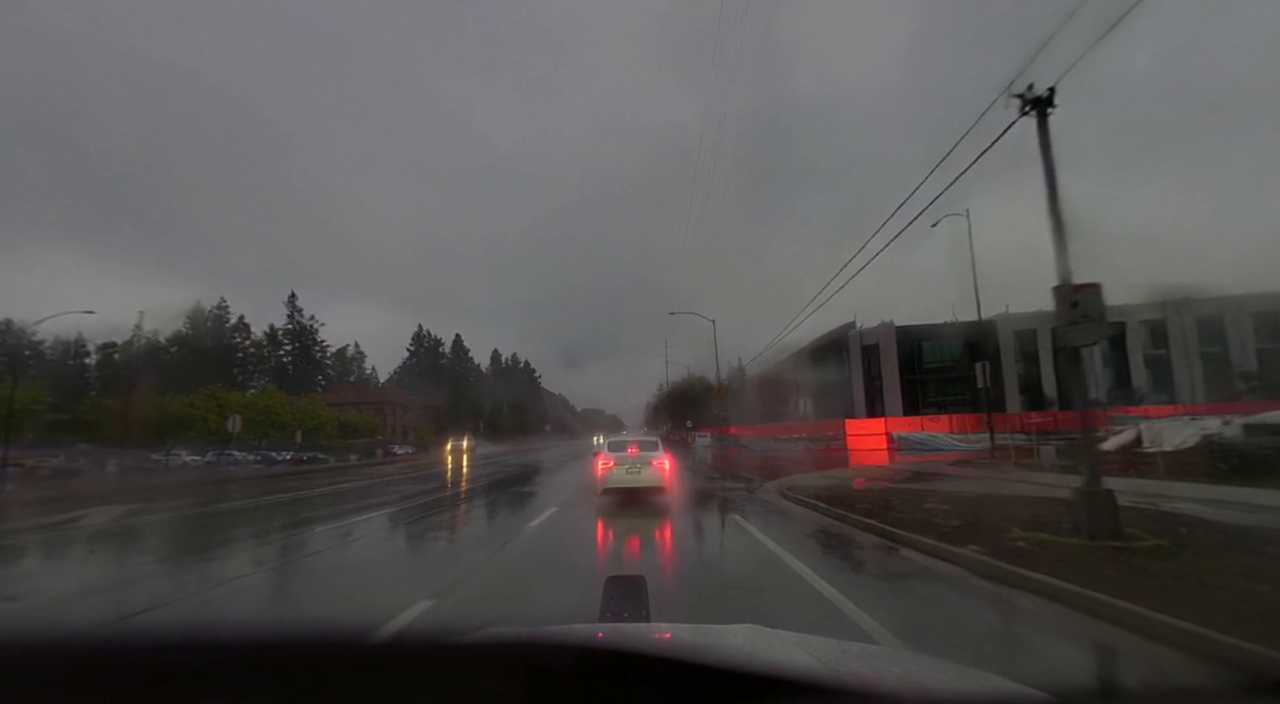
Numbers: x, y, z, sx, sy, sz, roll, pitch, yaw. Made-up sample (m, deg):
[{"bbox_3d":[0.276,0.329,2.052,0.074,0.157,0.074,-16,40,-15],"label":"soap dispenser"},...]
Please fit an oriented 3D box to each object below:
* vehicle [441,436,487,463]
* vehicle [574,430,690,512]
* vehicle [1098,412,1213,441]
[{"bbox_3d":[-10.369,5.702,36.916,2.072,1.465,4.394,3,-9,-22],"label":"vehicle"},{"bbox_3d":[-0.143,2.489,13.618,2.112,1.482,4.076,0,-8,0],"label":"vehicle"},{"bbox_3d":[27.809,4.077,34.117,4.455,1.494,1.926,0,-9,1],"label":"vehicle"}]
